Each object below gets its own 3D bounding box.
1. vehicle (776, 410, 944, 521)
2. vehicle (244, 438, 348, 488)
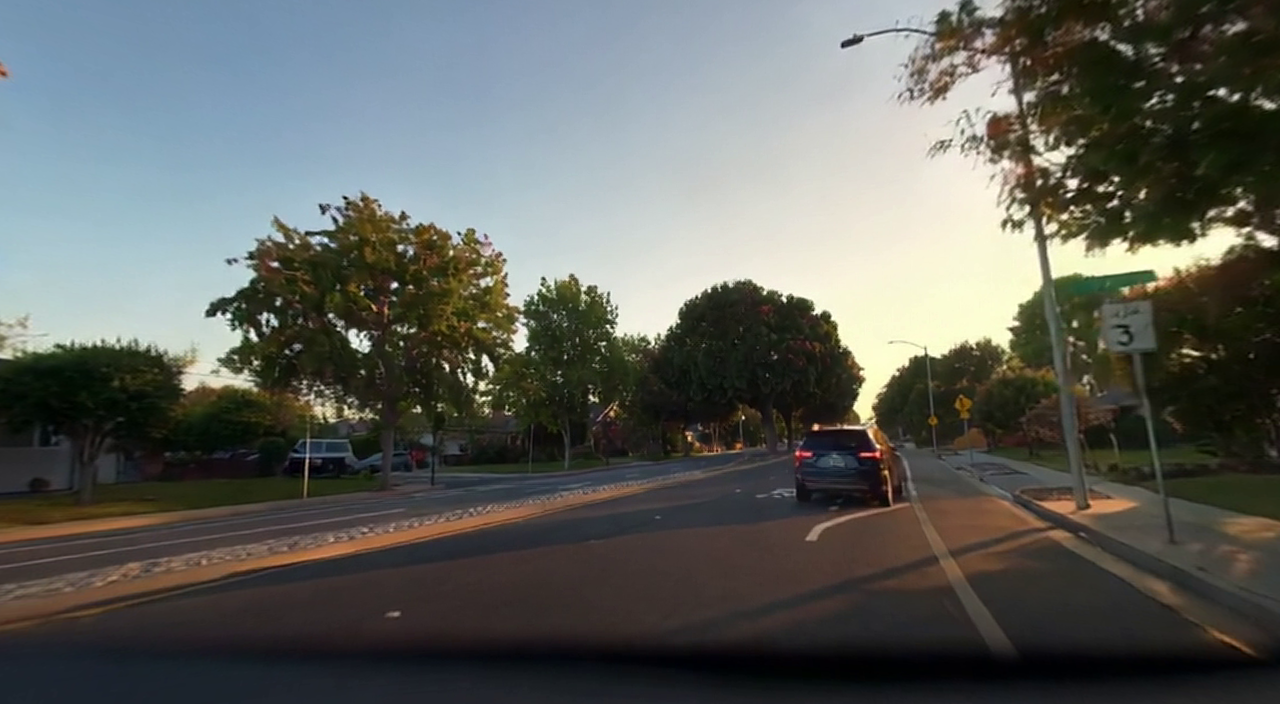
[{"bbox_3d":[4.511,2.126,12.449,2.018,1.733,4.546,-6,-9,32],"label":"vehicle"},{"bbox_3d":[-20.399,6.568,37.694,2.329,2.631,5.560,-5,-9,12],"label":"vehicle"}]
